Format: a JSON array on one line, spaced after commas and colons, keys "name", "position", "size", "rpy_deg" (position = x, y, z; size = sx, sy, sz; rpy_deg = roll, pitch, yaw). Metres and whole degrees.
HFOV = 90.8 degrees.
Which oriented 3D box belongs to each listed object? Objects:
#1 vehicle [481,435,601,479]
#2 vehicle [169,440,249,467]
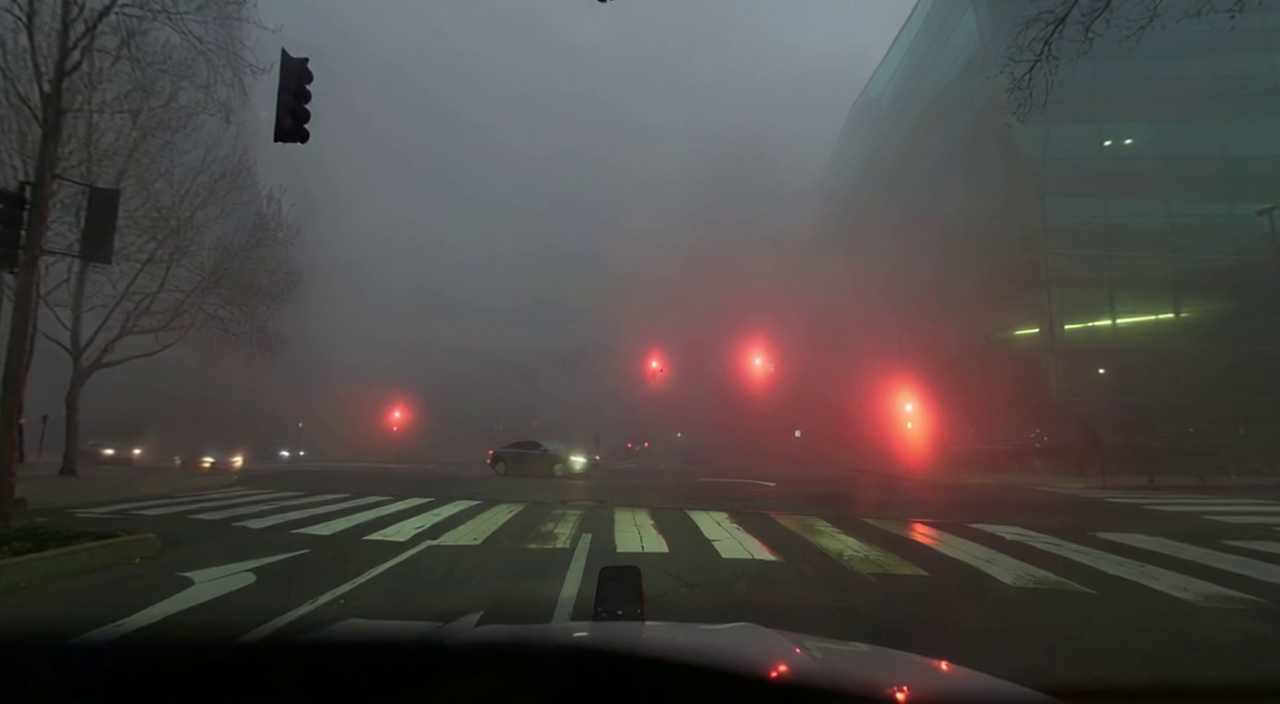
[{"name": "vehicle", "position": [-4.035, 4.200, 25.417], "size": [4.698, 1.609, 1.975], "rpy_deg": [-6, -10, 35]}, {"name": "vehicle", "position": [-24.868, 5.849, 36.392], "size": [4.798, 1.461, 1.939], "rpy_deg": [-6, -10, 32]}]
